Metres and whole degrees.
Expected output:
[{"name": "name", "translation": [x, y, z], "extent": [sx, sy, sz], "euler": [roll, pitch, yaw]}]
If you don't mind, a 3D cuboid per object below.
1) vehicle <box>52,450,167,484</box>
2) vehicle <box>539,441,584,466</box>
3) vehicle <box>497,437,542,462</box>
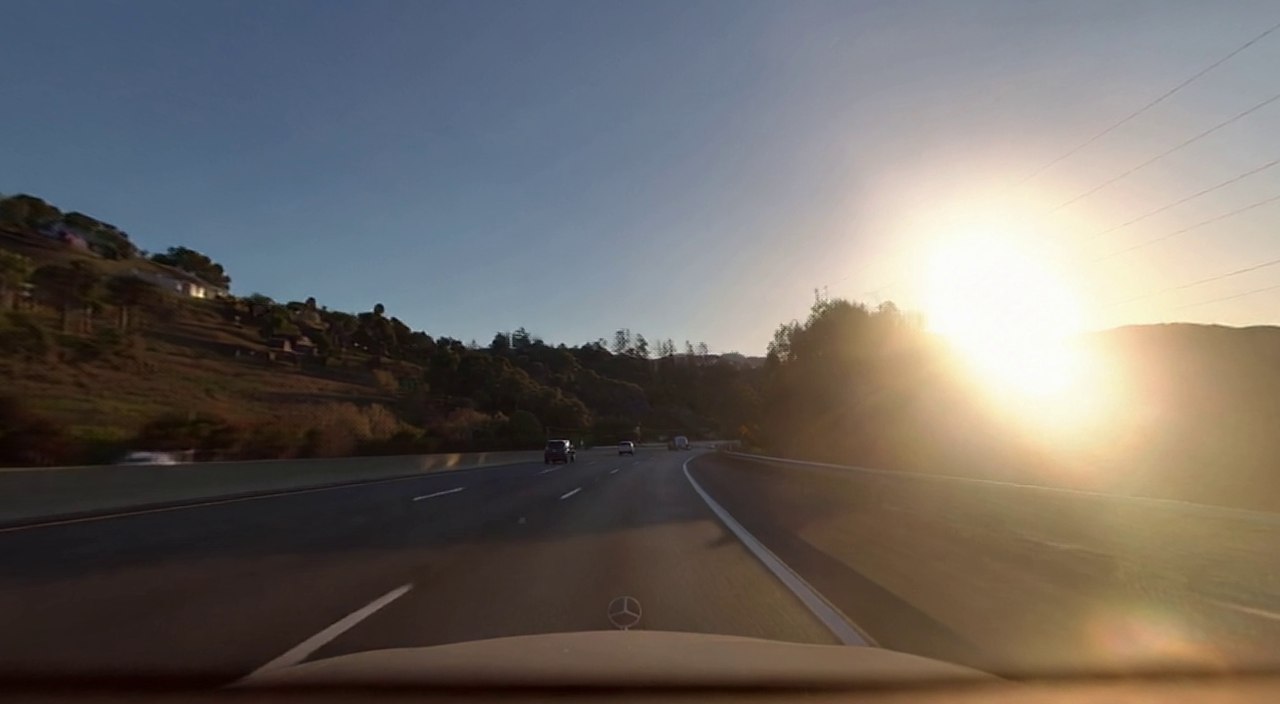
[{"name": "vehicle", "translation": [-26.597, 5.754, 31.707], "extent": [1.754, 1.512, 4.349], "euler": [-1, -9, 5]}, {"name": "vehicle", "translation": [-5.084, 6.629, 41.204], "extent": [2.010, 1.489, 4.456], "euler": [-1, -9, 5]}, {"name": "vehicle", "translation": [-8.866, 7.252, 46.650], "extent": [2.063, 1.743, 4.392], "euler": [-1, -9, 6]}]
